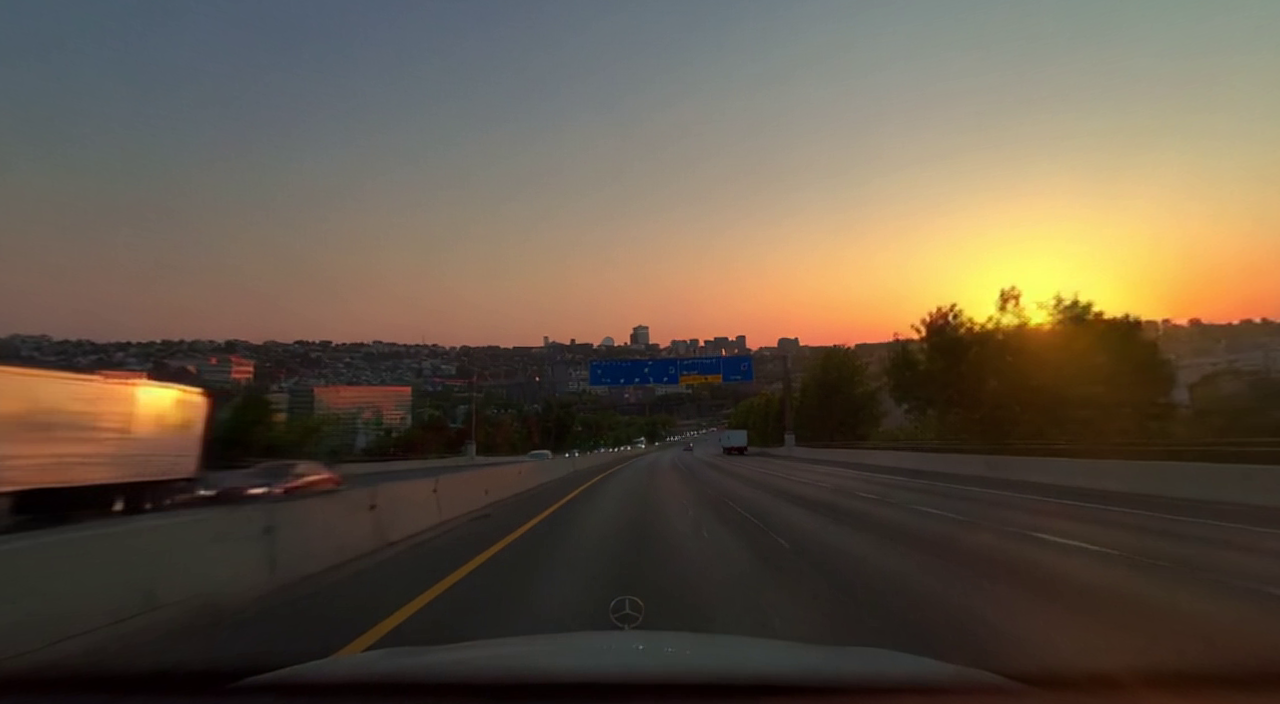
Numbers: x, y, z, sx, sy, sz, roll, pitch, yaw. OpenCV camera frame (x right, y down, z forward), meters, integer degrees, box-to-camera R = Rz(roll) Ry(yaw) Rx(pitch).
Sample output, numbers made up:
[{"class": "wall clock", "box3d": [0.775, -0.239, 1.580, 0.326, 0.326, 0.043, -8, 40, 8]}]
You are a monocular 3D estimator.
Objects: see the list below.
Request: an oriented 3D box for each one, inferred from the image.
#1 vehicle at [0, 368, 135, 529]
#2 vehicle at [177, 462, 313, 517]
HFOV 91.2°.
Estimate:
[{"class": "vehicle", "box3d": [-17.280, 2.189, 14.114, 2.968, 3.924, 10.428, 0, -9, 1]}, {"class": "vehicle", "box3d": [-12.729, 4.429, 20.574, 1.834, 1.504, 3.952, 0, -9, 1]}]
